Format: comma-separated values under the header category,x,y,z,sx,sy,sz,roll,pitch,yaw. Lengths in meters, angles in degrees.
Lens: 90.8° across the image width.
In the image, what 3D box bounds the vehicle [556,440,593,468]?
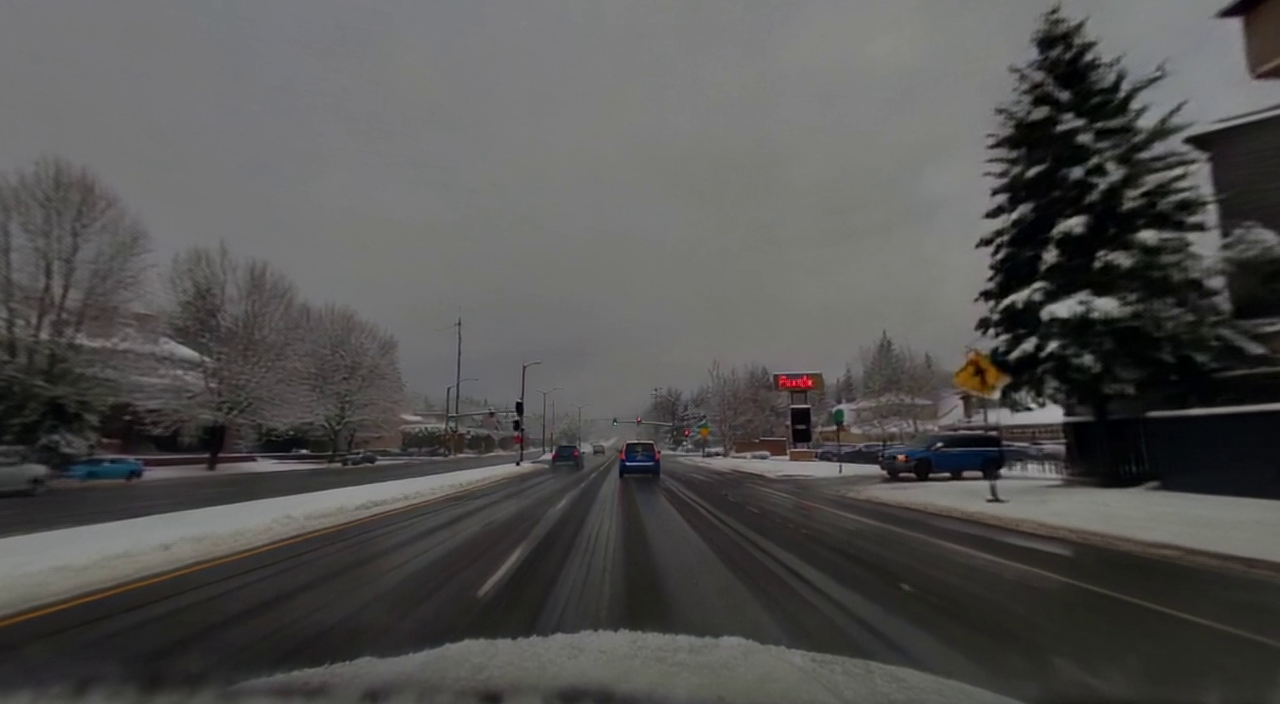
category,x,y,z,sx,sy,sz,roll,pitch,yaw
vehicle,-4.530,7.180,44.541,2.202,1.856,4.516,0,-8,-1

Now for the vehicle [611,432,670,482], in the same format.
category,x,y,z,sx,sy,sz,roll,pitch,yaw
vehicle,-0.043,4.450,26.998,2.273,1.909,5.075,0,-9,-1

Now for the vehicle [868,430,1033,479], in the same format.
category,x,y,z,sx,sy,sz,roll,pitch,yaw
vehicle,12.399,4.123,25.544,5.506,1.850,2.156,0,-9,0

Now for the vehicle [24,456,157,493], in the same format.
category,x,y,z,sx,sy,sz,roll,pitch,yaw
vehicle,-26.247,5.826,30.472,1.955,1.540,5.041,0,-9,-1
